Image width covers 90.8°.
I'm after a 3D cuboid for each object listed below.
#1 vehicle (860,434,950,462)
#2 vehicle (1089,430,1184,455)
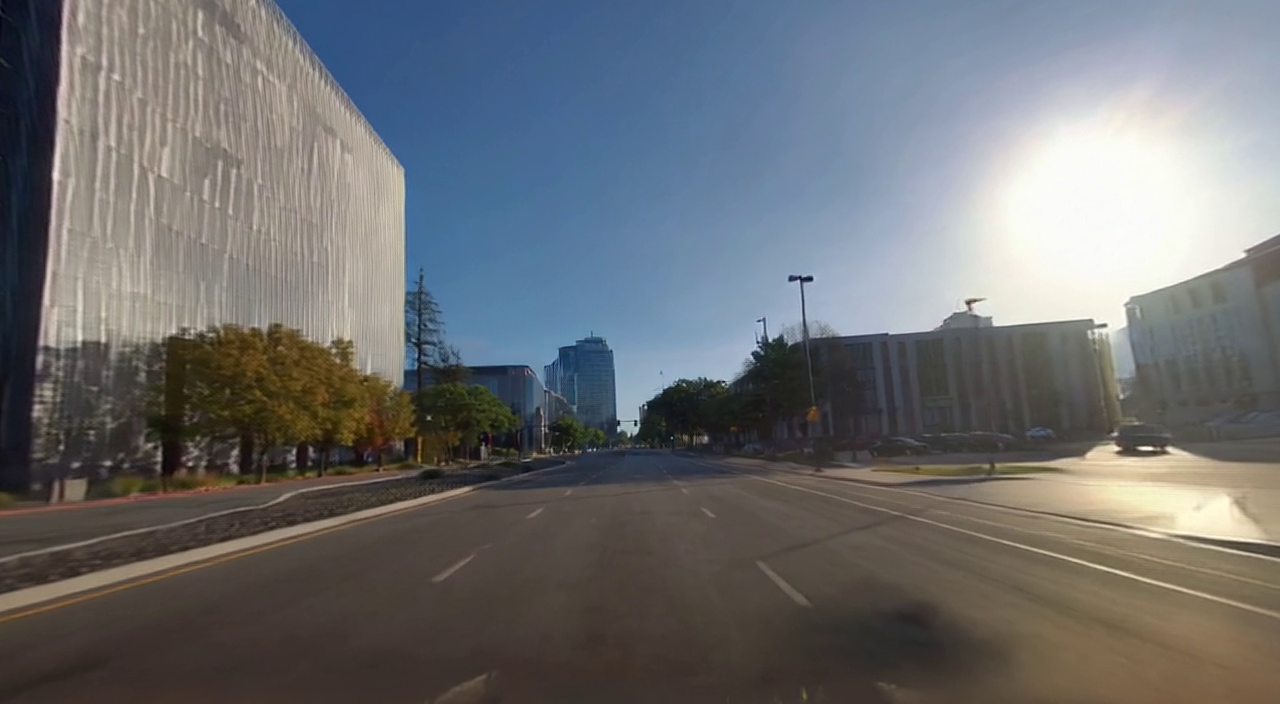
[{"bbox_3d":[17.291,6.292,41.356,4.938,1.729,2.098,1,-8,-4],"label":"vehicle"},{"bbox_3d":[30.213,5.518,38.508,4.324,1.472,1.711,0,-8,-1],"label":"vehicle"}]
